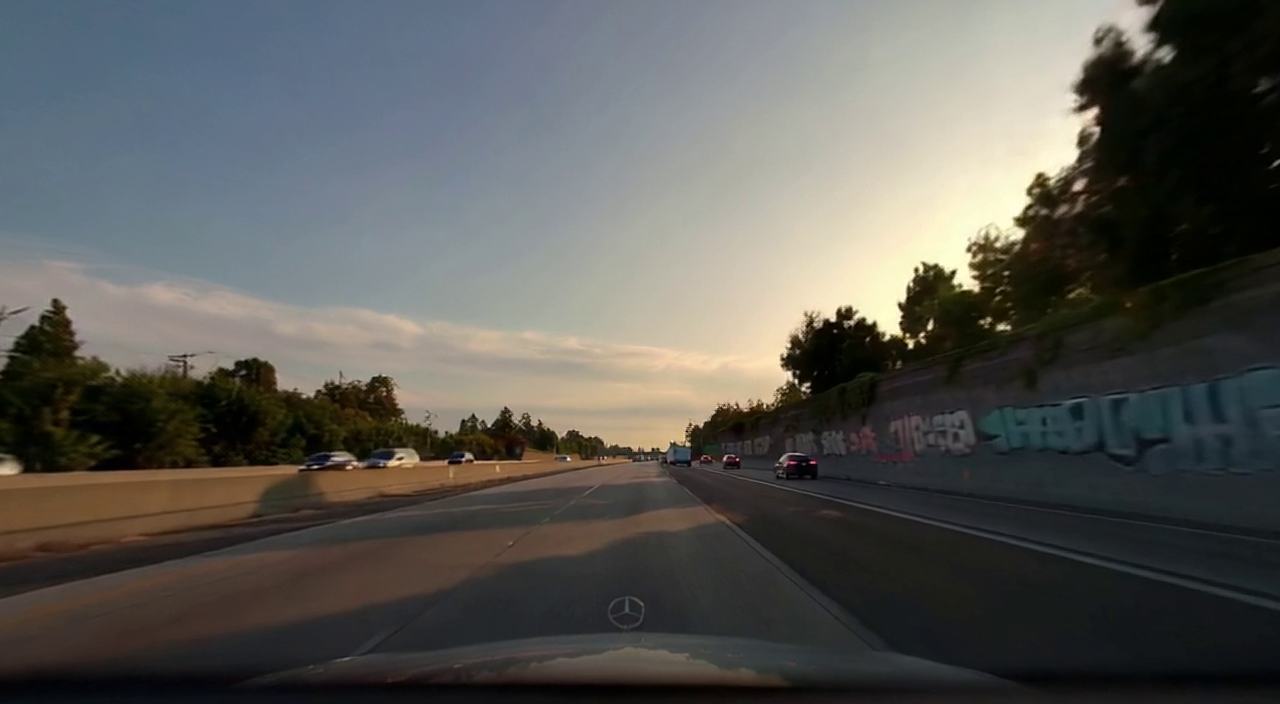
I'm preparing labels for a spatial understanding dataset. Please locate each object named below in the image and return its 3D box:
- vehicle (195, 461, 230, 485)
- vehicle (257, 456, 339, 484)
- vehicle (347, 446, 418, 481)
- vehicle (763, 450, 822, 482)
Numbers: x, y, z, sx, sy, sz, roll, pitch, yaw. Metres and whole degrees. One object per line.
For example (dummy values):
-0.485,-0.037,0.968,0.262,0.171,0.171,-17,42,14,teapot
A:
-32.018,9.031,47.280,1.873,1.614,4.321,5,-10,-31,vehicle
-19.069,6.561,35.364,1.985,1.429,4.497,0,-9,1,vehicle
-15.240,6.626,37.653,2.130,1.948,4.751,0,-9,1,vehicle
7.762,5.850,32.538,1.907,1.495,4.517,0,-9,0,vehicle
